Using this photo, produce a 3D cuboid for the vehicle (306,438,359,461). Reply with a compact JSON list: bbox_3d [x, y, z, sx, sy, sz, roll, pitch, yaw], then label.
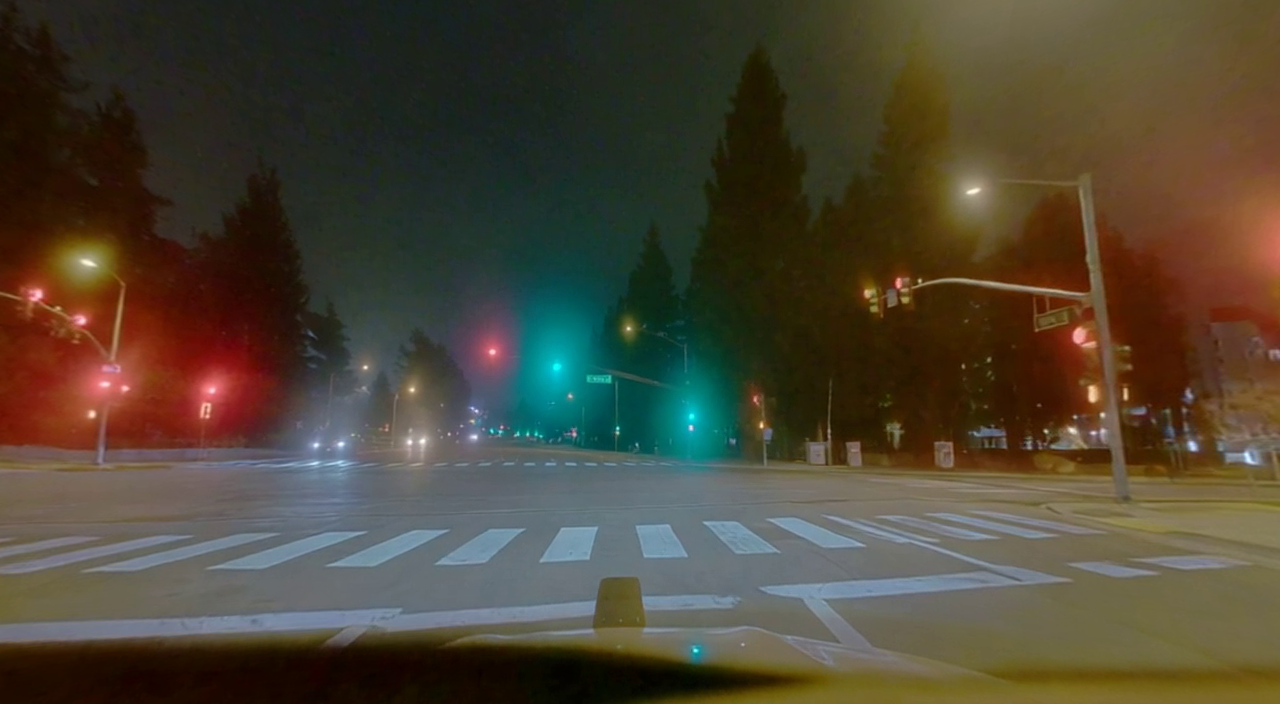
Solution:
[{"bbox_3d":[-20.808,6.614,42.980,1.918,1.432,4.433,1,-9,-8],"label":"vehicle"}]
